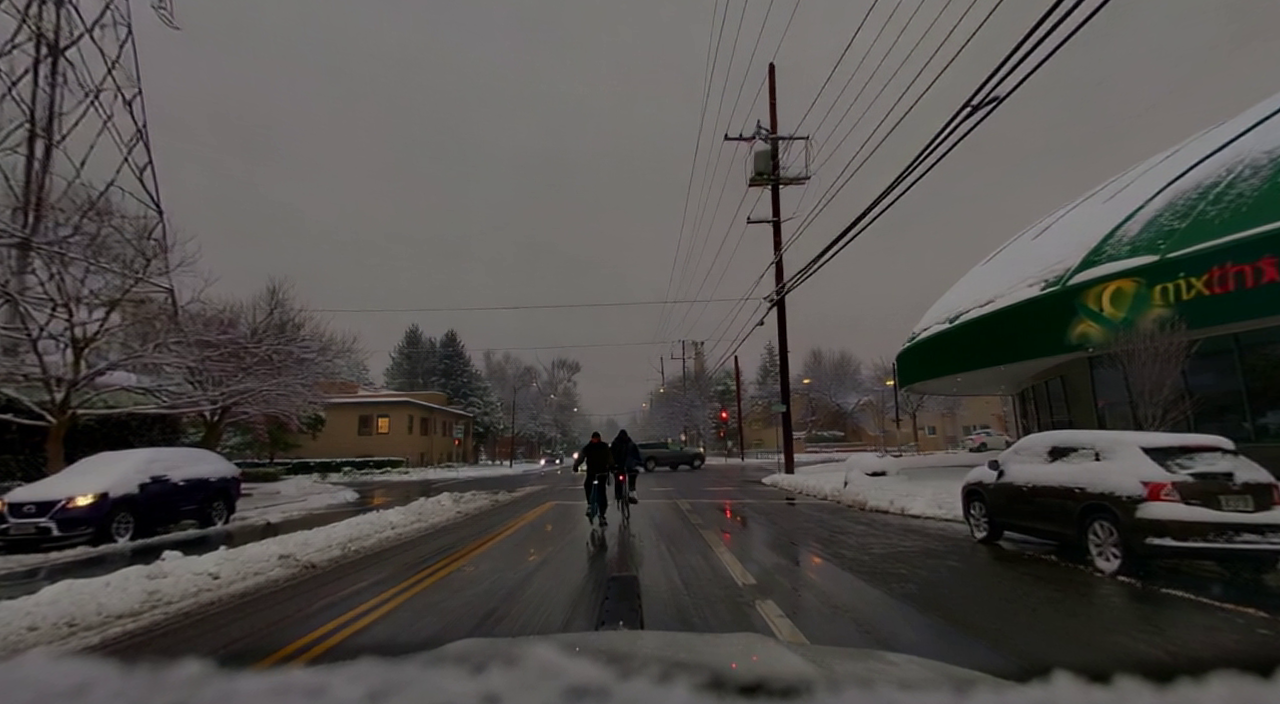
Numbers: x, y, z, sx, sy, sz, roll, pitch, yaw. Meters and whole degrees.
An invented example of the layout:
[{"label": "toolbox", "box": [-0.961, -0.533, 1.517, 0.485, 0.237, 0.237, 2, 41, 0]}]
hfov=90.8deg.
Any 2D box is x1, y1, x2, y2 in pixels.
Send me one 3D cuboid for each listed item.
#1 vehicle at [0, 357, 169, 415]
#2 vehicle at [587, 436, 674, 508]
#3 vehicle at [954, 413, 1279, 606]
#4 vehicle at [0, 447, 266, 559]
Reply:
[{"label": "vehicle", "box": [-17.098, 1.090, 19.445, 3.685, 1.584, 1.708, 1, -9, -3]}, {"label": "vehicle", "box": [-0.202, 3.317, 17.966, 2.190, 1.783, 4.048, 0, -8, 1]}, {"label": "vehicle", "box": [5.825, 1.703, 7.712, 1.873, 1.714, 3.979, 0, -8, -1]}, {"label": "vehicle", "box": [-10.224, 2.871, 12.974, 2.075, 1.816, 4.900, 0, -8, -1]}]
